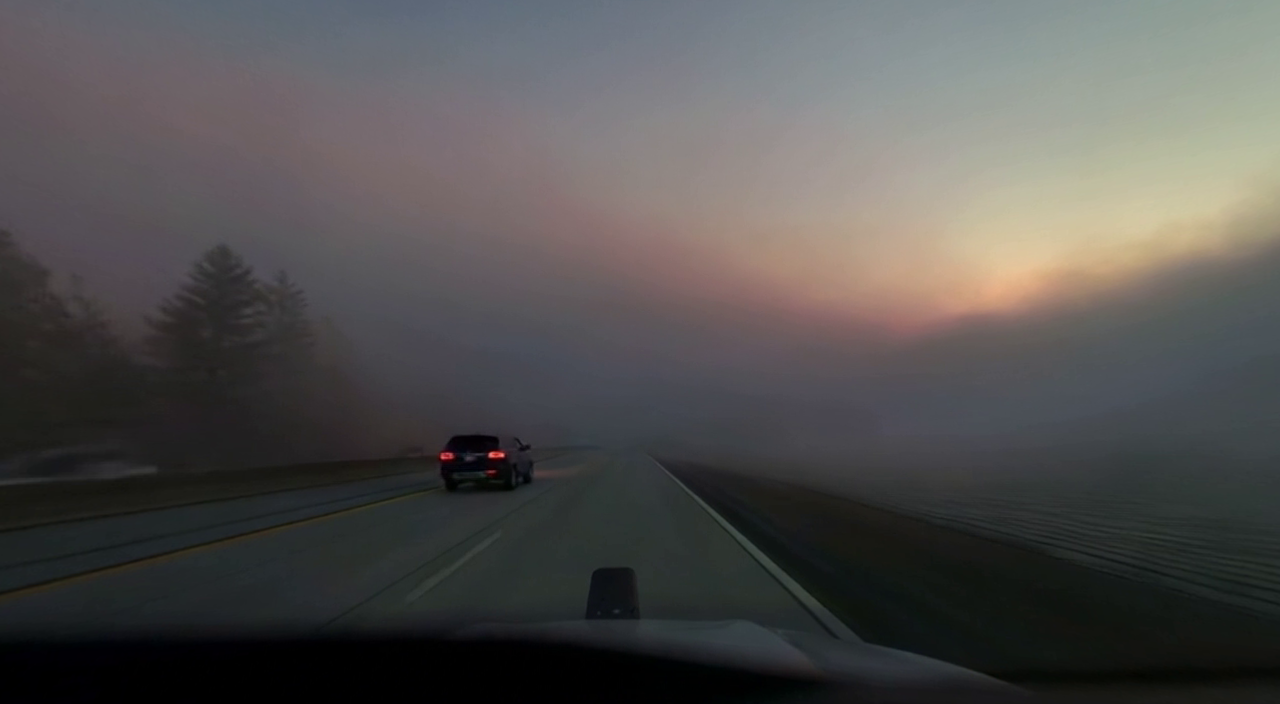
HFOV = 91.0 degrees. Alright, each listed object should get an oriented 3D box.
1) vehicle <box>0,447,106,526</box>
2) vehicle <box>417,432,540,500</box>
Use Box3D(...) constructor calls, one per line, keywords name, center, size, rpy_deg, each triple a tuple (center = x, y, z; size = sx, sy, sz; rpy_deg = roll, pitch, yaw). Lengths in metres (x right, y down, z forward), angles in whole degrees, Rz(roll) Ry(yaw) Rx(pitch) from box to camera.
Box3D(name="vehicle", center=(-12.661, 2.515, 11.741), size=(1.896, 1.424, 4.056), rpy_deg=(0, -8, -2))
Box3D(name="vehicle", center=(-4.287, 3.095, 17.618), size=(2.202, 1.587, 4.754), rpy_deg=(-1, -8, 0))
